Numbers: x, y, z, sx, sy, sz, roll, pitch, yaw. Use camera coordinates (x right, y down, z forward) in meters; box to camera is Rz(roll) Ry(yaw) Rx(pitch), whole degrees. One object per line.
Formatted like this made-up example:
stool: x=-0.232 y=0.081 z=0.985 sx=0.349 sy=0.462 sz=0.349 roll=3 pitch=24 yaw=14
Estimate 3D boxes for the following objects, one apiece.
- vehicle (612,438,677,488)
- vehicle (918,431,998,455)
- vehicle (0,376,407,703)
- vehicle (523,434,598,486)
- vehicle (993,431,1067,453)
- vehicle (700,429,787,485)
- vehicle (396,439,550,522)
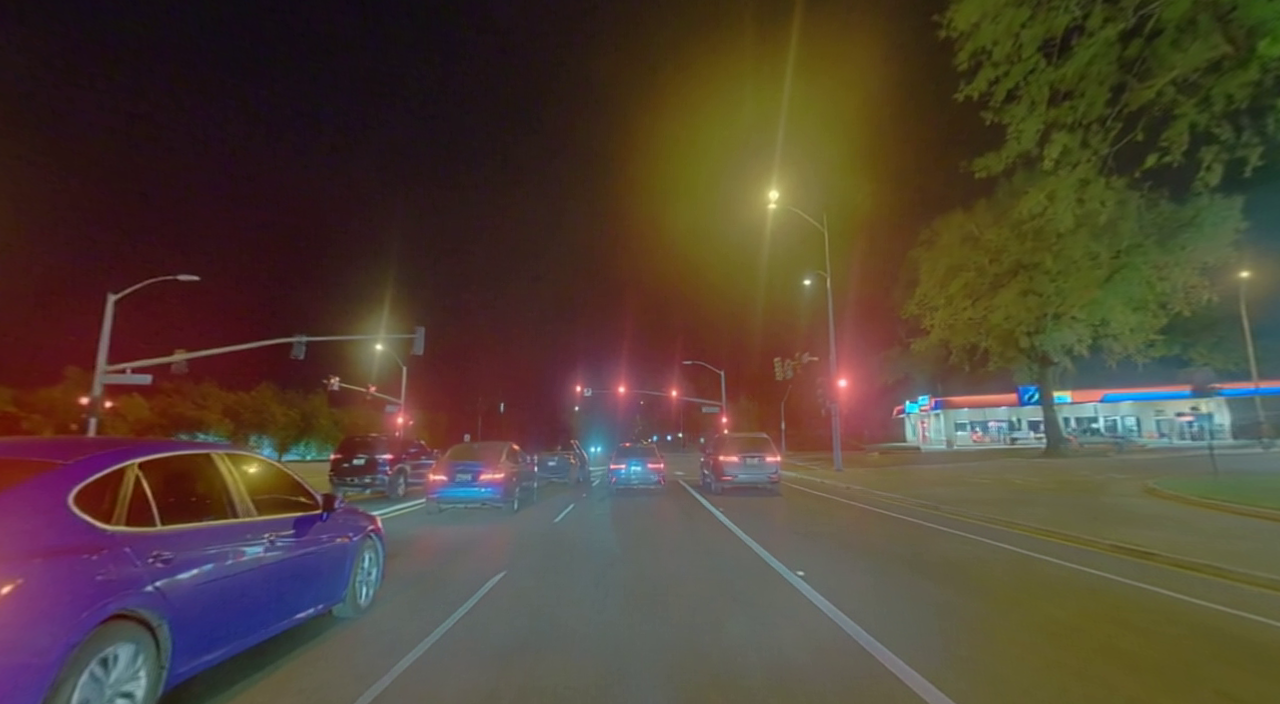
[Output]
vehicle: x=0.164 y=3.751 z=21.540 sx=2.032 sy=1.499 sz=3.994 roll=0 pitch=-9 yaw=1
vehicle: x=23.362 y=6.732 z=46.361 sx=4.781 sy=1.700 sz=1.986 roll=0 pitch=-9 yaw=1
vehicle: x=-3.102 y=0.960 z=2.697 sx=2.249 sy=1.517 sz=4.951 roll=0 pitch=-9 yaw=1
vehicle: x=-2.785 y=3.915 z=23.055 sx=2.072 sy=1.694 sz=4.070 roll=0 pitch=-9 yaw=2
vehicle: x=30.629 y=7.073 z=49.550 sx=4.432 sy=1.680 sz=1.932 roll=0 pitch=-9 yaw=2
vehicle: x=3.386 y=3.571 z=21.551 sx=2.076 sy=1.691 sz=4.402 roll=0 pitch=-9 yaw=-2
vehicle: x=-3.311 y=2.653 z=13.521 sx=2.014 sy=1.472 sz=4.357 roll=0 pitch=-9 yaw=2
